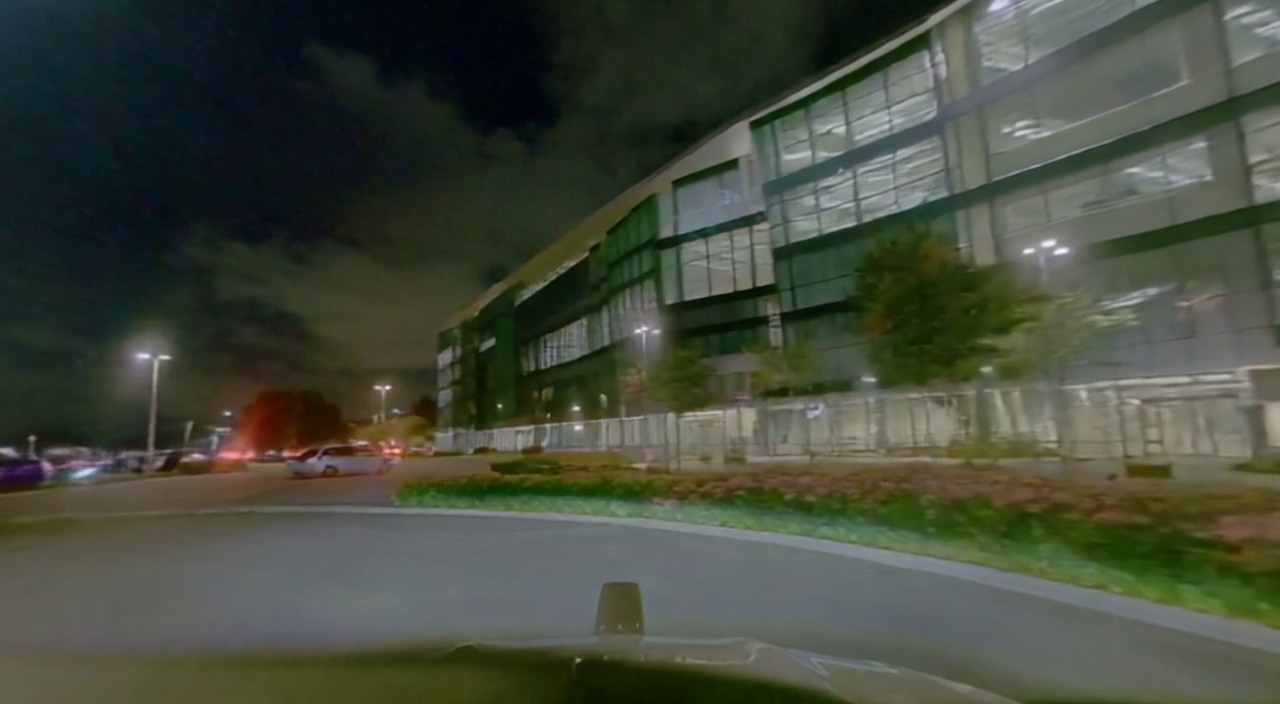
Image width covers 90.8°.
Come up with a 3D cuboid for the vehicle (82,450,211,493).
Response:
[{"bbox_3d":[-27.566,6.681,35.456,5.285,1.837,2.318,-4,-8,-2],"label":"vehicle"}]

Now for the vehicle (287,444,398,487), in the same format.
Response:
[{"bbox_3d":[-15.056,5.734,32.133,4.755,1.707,1.889,-4,-8,0],"label":"vehicle"}]
